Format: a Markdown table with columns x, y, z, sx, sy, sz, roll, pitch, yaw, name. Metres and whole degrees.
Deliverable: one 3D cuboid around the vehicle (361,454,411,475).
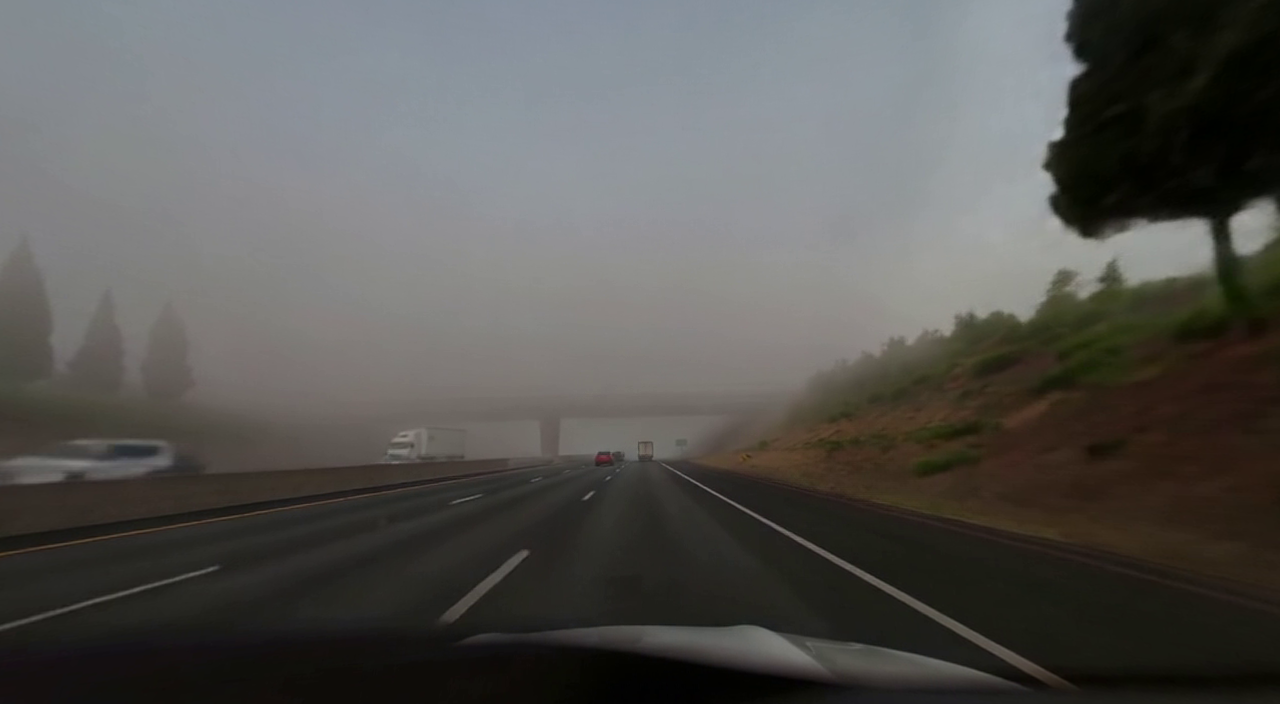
| x | y | z | sx | sy | sz | roll | pitch | yaw | name |
| --- | --- | --- | --- | --- | --- | --- | --- | --- | --- |
| -18.412 | 8.161 | 45.957 | 1.764 | 1.449 | 4.543 | 0 | -9 | 0 | vehicle |
